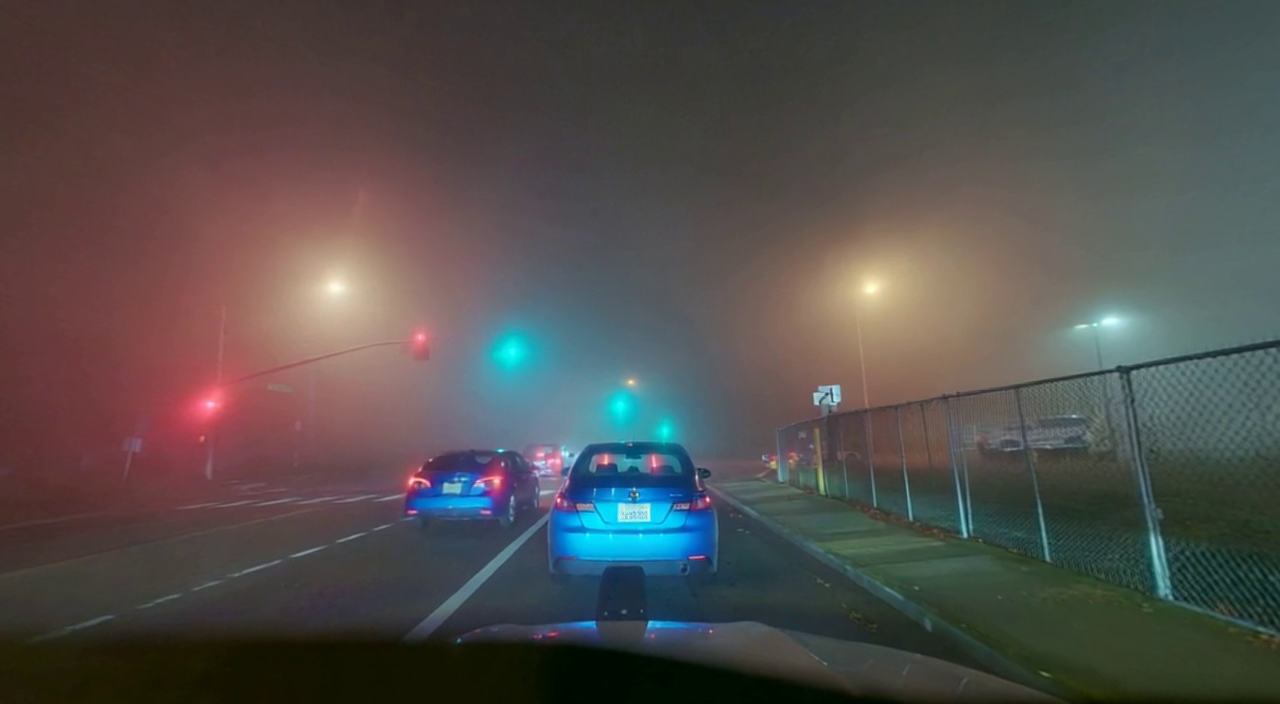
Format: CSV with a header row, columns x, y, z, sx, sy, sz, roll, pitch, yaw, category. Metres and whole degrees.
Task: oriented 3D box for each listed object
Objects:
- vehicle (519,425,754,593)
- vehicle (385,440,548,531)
x,y,z,sx,sy,sz,roll,pitch,yaw,category
-0.052,1.743,7.837,2.144,1.514,4.063,0,-9,-1,vehicle
-3.203,2.552,12.697,1.971,1.488,4.581,0,-9,0,vehicle
